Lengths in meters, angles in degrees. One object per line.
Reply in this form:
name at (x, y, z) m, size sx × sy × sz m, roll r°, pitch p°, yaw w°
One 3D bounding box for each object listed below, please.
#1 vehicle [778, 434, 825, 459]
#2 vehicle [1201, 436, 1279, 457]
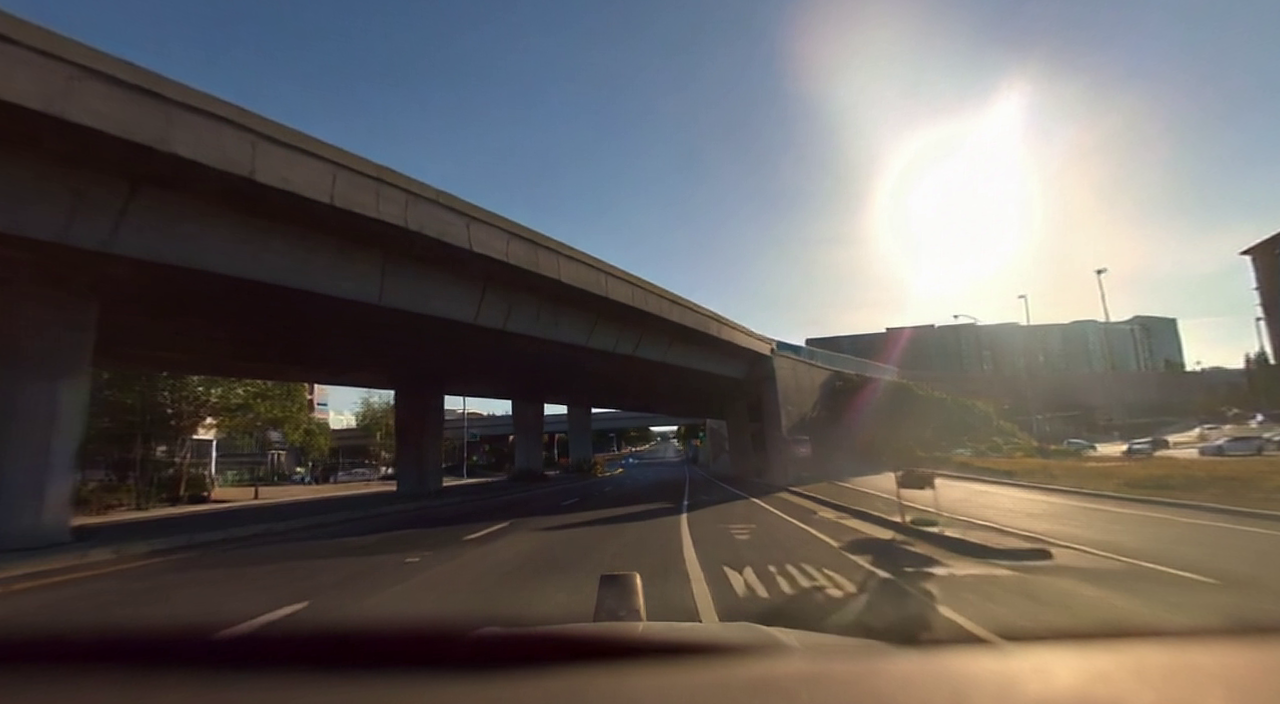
vehicle at (10.356, 6.091, 40.833) m, size 2.048 × 1.516 × 3.874 m, roll 0°, pitch -9°, yaw 1°
vehicle at (43.319, 6.760, 45.004) m, size 1.776 × 1.432 × 4.541 m, roll 4°, pitch -9°, yaw -22°
